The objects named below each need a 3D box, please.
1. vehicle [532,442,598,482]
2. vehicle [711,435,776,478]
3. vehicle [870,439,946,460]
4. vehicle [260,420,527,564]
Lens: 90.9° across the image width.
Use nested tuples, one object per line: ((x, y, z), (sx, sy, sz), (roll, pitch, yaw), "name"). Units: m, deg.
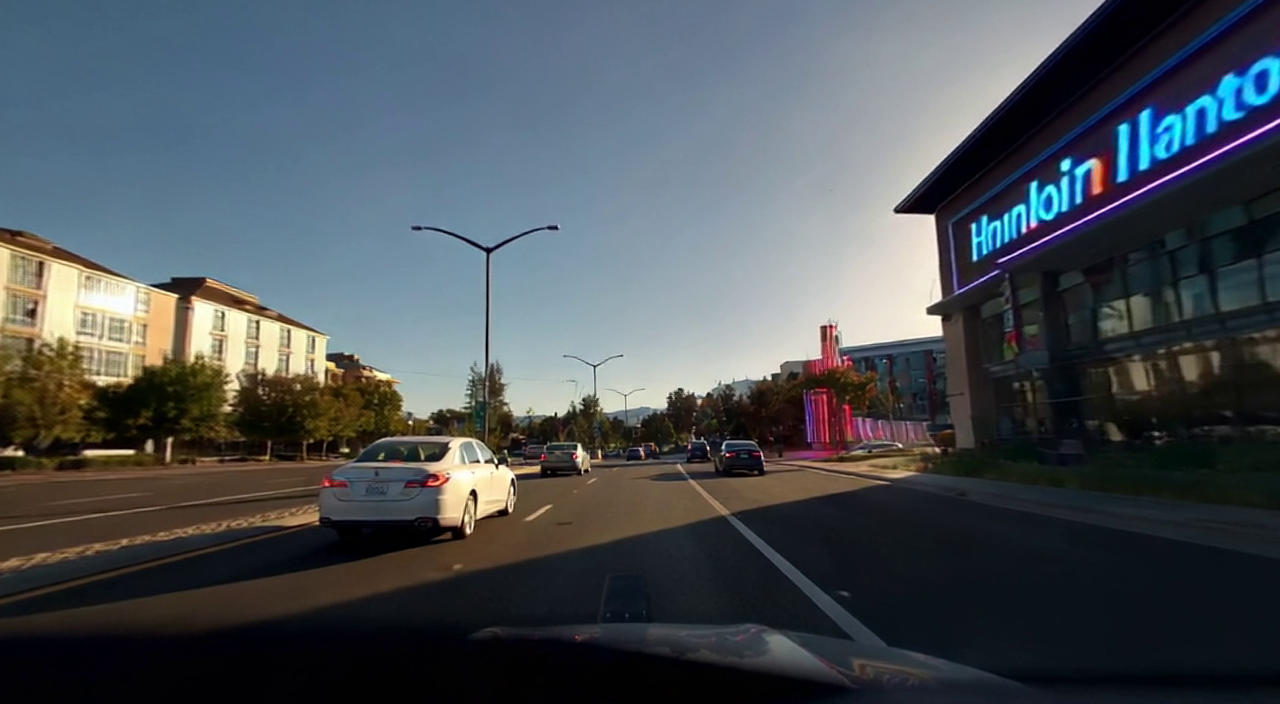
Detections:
((-2.898, 4.348, 25.269), (1.980, 1.454, 4.226), (-1, -8, 2), "vehicle")
((4.432, 4.555, 27.645), (2.103, 1.699, 4.171), (0, -8, 0), "vehicle")
((19.508, 7.131, 46.002), (4.502, 1.454, 2.129), (0, -9, 0), "vehicle")
((-3.132, 1.885, 9.259), (2.118, 1.568, 4.436), (0, -8, 0), "vehicle")
